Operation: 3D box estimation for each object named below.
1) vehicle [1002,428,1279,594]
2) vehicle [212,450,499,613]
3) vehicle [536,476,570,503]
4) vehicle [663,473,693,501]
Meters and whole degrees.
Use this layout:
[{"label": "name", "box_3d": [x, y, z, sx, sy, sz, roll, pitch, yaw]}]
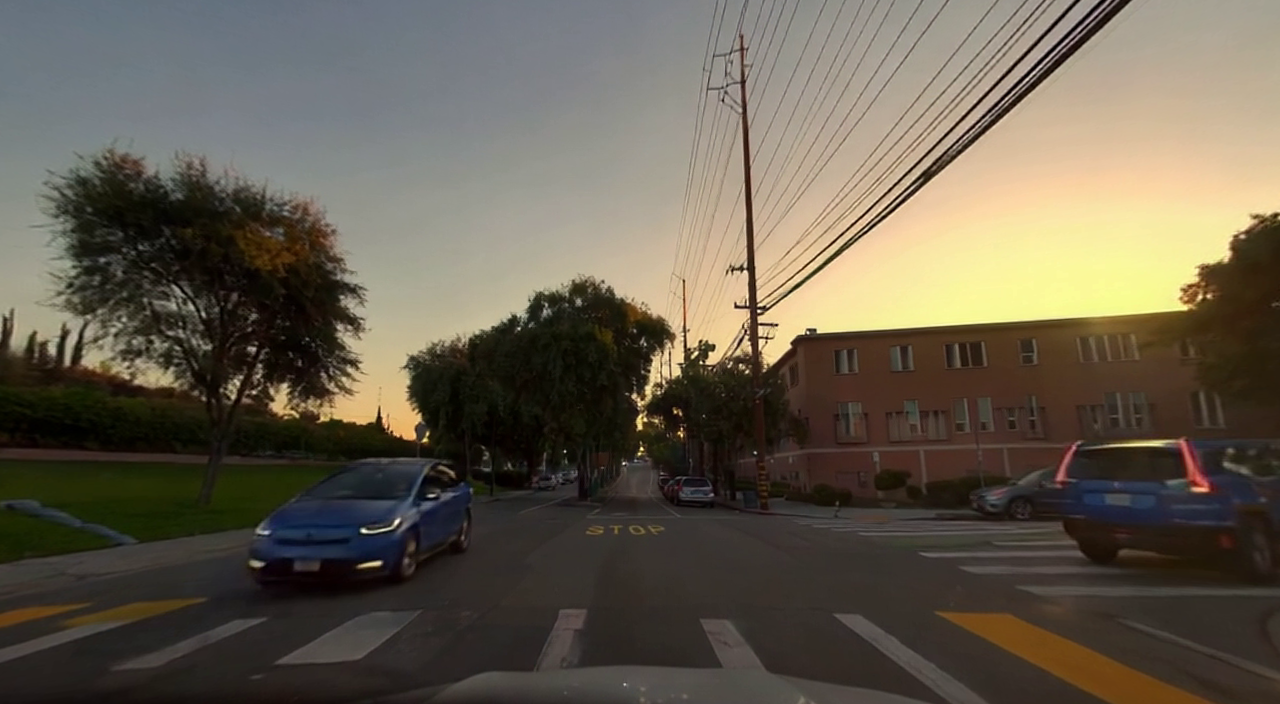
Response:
[{"label": "vehicle", "box_3d": [7.913, 2.016, 8.872, 4.872, 1.789, 2.214, 3, -9, -21]}, {"label": "vehicle", "box_3d": [-3.288, 2.105, 8.371, 1.911, 1.563, 4.057, 0, -8, 0]}, {"label": "vehicle", "box_3d": [-6.631, 10.512, 48.438, 1.913, 1.682, 4.365, 0, -8, 1]}, {"label": "vehicle", "box_3d": [2.822, 10.165, 47.850, 1.953, 1.774, 5.008, 0, -8, -1]}]
